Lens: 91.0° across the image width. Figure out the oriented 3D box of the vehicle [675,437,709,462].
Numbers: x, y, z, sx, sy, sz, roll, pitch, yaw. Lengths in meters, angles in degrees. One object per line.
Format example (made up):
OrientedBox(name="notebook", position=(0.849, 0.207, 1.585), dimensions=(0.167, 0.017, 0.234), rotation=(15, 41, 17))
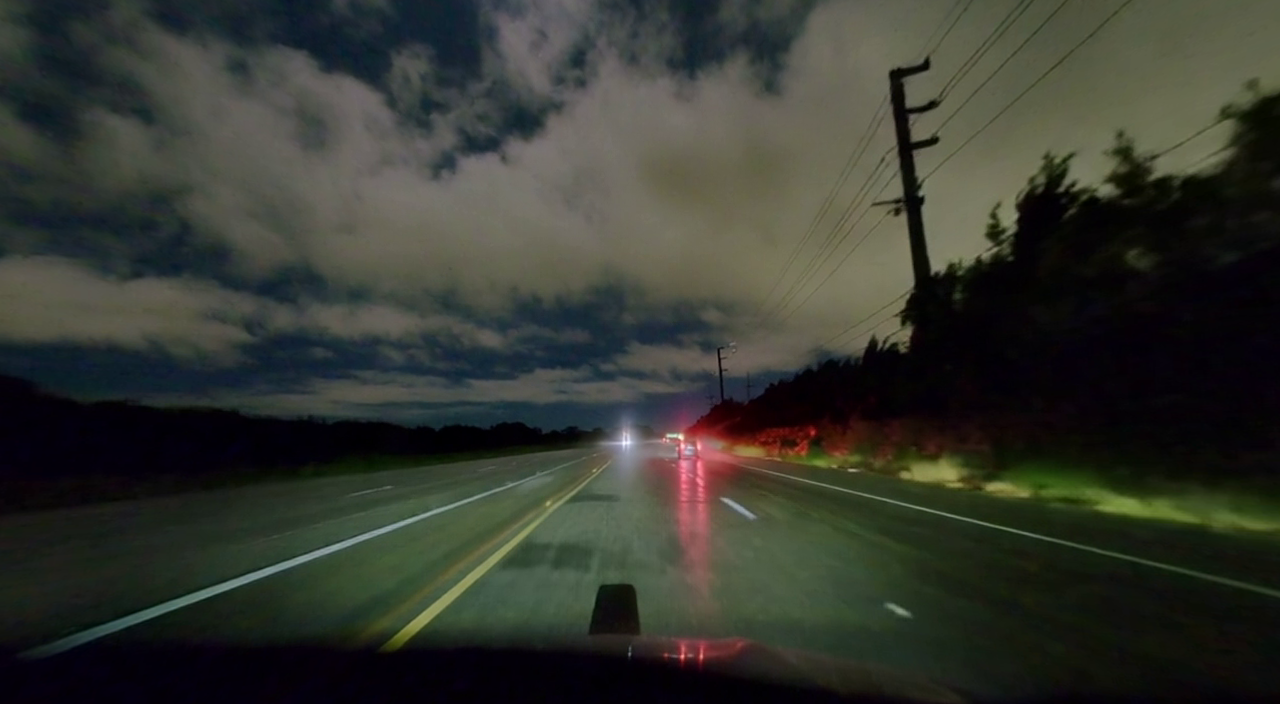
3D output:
OrientedBox(name="vehicle", position=(3.473, 6.564, 42.740), dimensions=(1.977, 1.581, 4.428), rotation=(-1, -8, 0))
